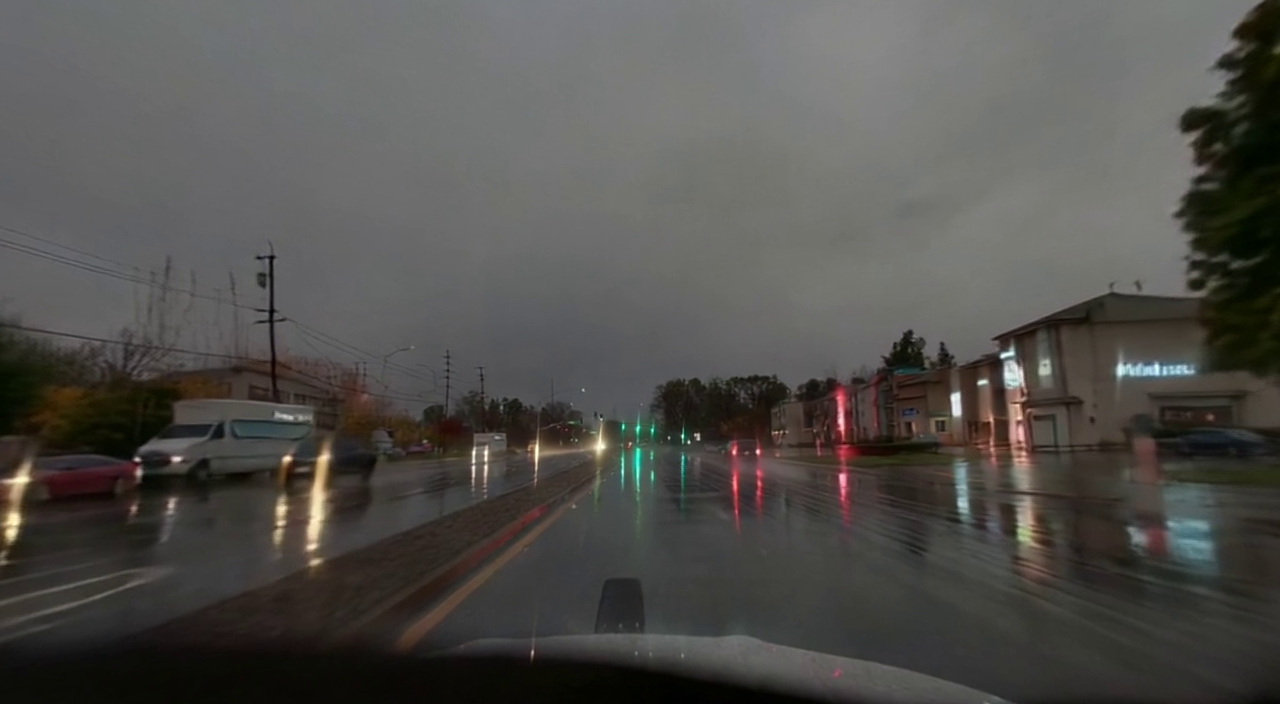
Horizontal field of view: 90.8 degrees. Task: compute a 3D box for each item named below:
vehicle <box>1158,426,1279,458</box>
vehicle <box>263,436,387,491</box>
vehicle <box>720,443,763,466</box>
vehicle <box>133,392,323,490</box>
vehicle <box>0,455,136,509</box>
[{"bbox_3d":[29.772,4.710,32.764,1.796,1.485,4.667,-1,-9,0],"label":"vehicle"},{"bbox_3d":[-11.575,4.119,23.708,2.134,1.806,4.843,0,-9,0],"label":"vehicle"},{"bbox_3d":[6.496,6.630,41.022,1.916,1.437,4.327,0,-9,-2],"label":"vehicle"},{"bbox_3d":[-18.761,4.219,29.802,2.982,3.900,8.593,0,-9,1],"label":"vehicle"},{"bbox_3d":[-18.956,4.065,20.220,1.950,1.464,4.414,0,-9,0],"label":"vehicle"}]
